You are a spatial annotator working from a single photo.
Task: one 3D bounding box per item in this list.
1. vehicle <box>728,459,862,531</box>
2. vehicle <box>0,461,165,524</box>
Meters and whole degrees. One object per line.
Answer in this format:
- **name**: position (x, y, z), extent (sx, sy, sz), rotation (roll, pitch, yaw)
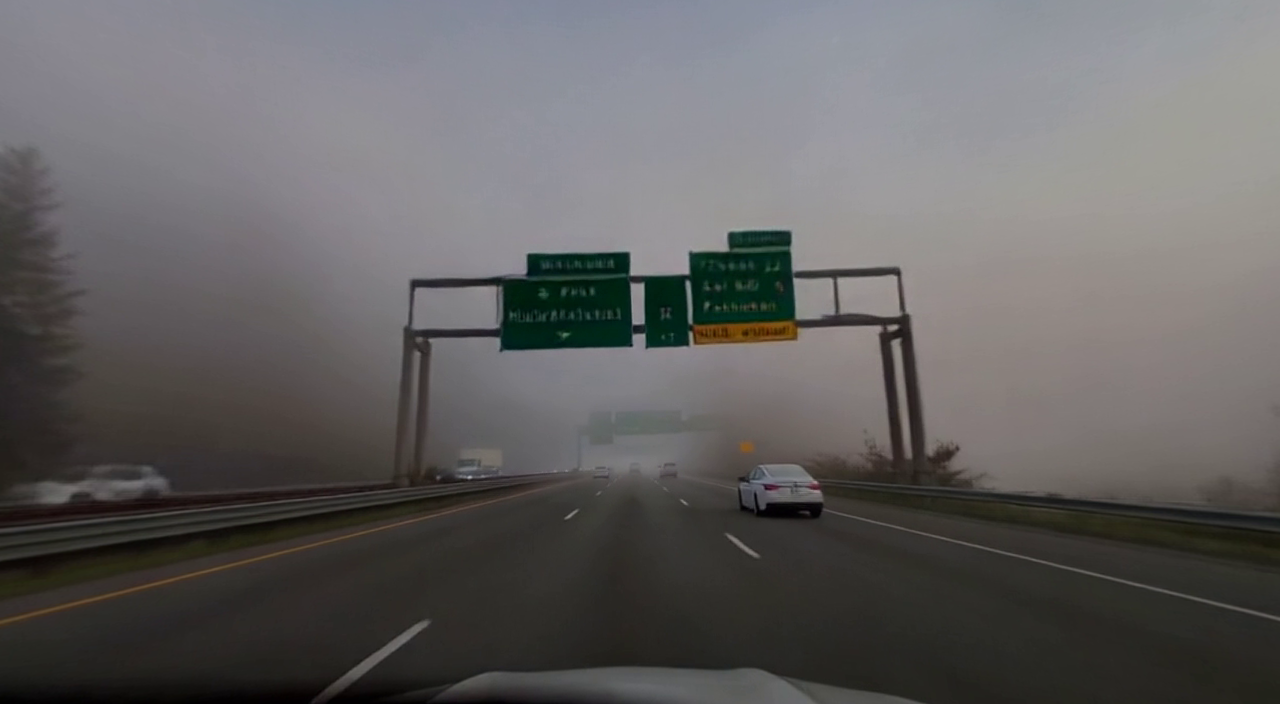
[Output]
- **vehicle**: position (3.577, 3.431, 15.548), extent (2.051, 1.472, 4.547), rotation (1, -10, -2)
- **vehicle**: position (-15.591, 3.762, 17.286), extent (1.904, 1.477, 4.095), rotation (1, -10, 0)
